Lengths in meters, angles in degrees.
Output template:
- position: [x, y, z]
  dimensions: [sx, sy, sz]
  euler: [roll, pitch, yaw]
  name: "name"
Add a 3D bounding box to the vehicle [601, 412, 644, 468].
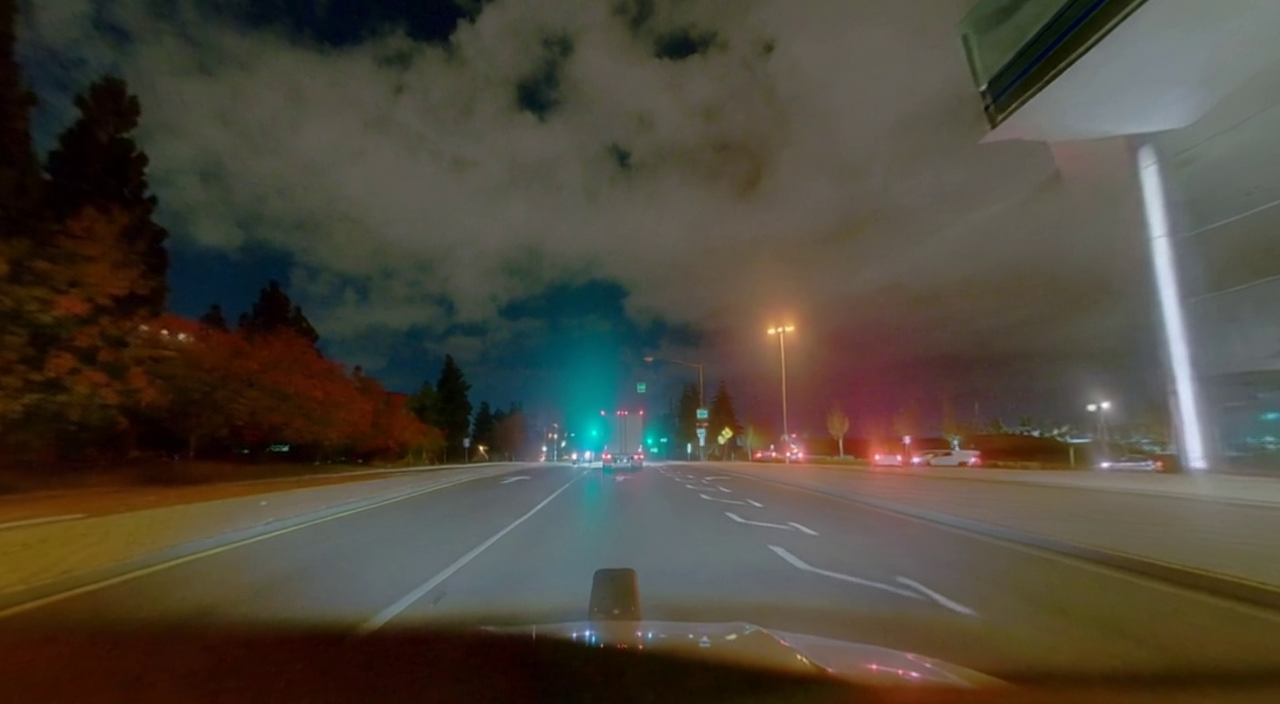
- position: [-1.325, 6.482, 46.799]
  dimensions: [2.876, 3.724, 9.351]
  euler: [0, -7, -2]
  name: "vehicle"
